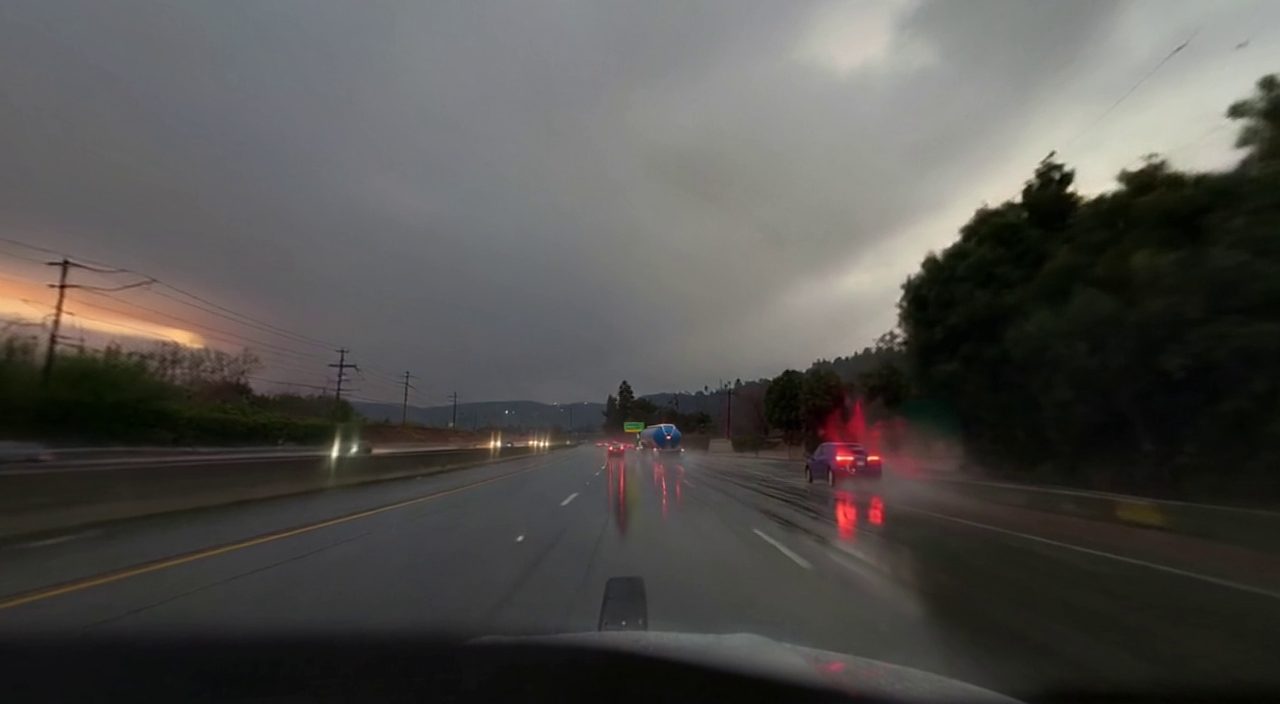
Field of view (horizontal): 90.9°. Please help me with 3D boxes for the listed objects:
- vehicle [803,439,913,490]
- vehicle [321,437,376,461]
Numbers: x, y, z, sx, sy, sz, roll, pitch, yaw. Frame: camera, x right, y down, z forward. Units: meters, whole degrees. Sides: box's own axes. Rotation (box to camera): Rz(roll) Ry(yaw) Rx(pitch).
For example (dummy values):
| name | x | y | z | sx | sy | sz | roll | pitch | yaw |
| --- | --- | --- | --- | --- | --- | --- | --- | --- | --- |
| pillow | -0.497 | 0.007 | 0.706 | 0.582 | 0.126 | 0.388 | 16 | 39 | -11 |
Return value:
| name | x | y | z | sx | sy | sz | roll | pitch | yaw |
| --- | --- | --- | --- | --- | --- | --- | --- | --- | --- |
| vehicle | 7.013 | 3.644 | 20.901 | 1.905 | 1.480 | 4.624 | 0 | -8 | -1 |
| vehicle | -21.671 | 7.210 | 47.103 | 1.990 | 1.710 | 4.556 | 0 | -8 | -2 |
